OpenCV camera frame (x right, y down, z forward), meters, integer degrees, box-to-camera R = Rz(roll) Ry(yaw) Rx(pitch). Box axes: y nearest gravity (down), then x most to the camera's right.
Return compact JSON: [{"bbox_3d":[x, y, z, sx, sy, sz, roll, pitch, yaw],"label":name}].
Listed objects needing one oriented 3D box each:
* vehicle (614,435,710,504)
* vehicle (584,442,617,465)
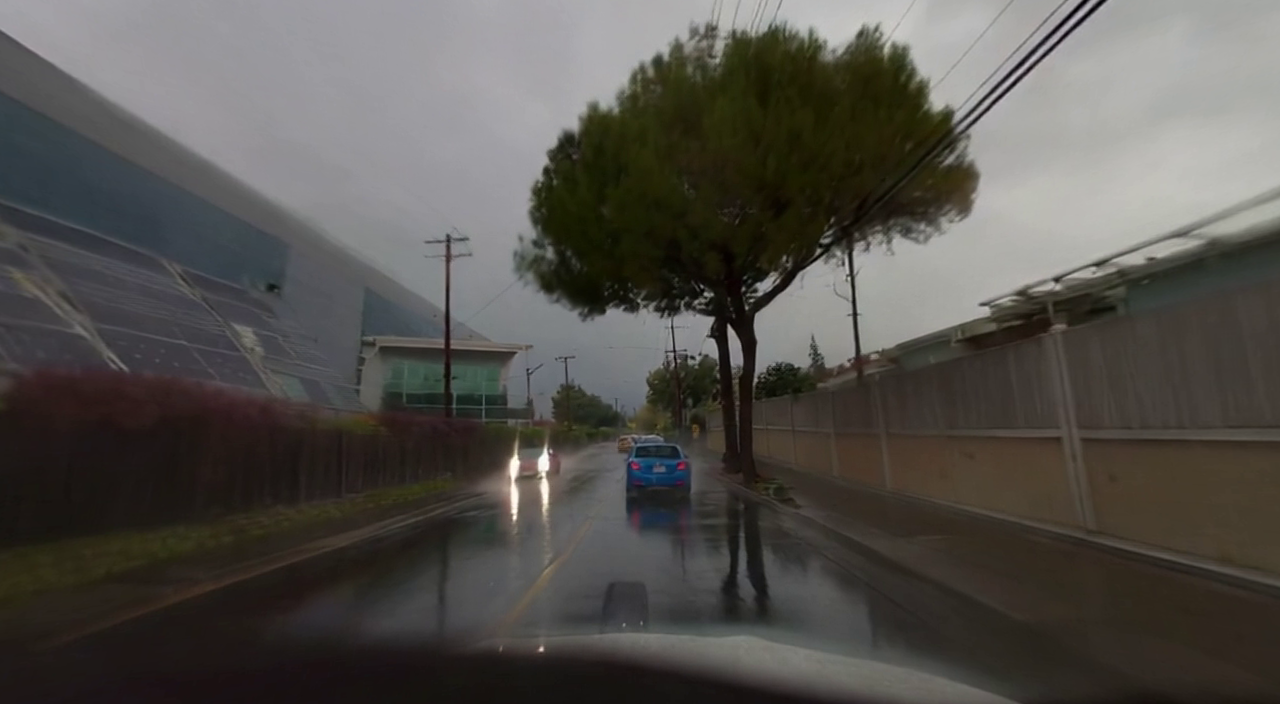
[{"bbox_3d":[0.492,2.830,15.667,2.060,1.487,3.920,0,-8,1],"label":"vehicle"},{"bbox_3d":[-2.972,7.711,48.169,2.086,1.536,4.294,-5,-8,0],"label":"vehicle"}]
